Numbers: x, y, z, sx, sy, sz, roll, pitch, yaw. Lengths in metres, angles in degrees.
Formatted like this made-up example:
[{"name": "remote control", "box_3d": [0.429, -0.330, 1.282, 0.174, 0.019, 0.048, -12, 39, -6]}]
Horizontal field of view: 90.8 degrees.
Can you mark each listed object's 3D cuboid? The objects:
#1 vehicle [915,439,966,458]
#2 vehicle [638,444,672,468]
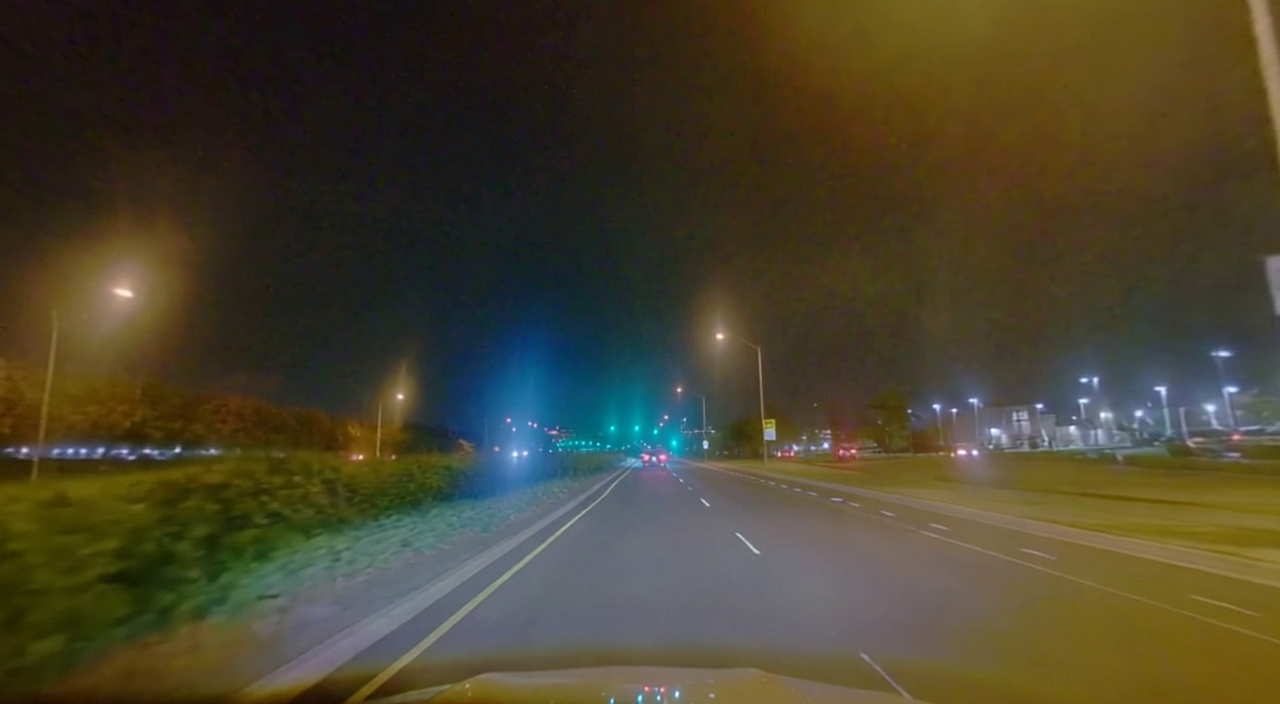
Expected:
[{"name": "vehicle", "box_3d": [23.316, 7.509, 49.197, 1.825, 1.414, 3.627, 1, -8, -8]}, {"name": "vehicle", "box_3d": [1.041, 7.538, 46.008, 2.158, 1.600, 3.865, 0, -9, -2]}]
